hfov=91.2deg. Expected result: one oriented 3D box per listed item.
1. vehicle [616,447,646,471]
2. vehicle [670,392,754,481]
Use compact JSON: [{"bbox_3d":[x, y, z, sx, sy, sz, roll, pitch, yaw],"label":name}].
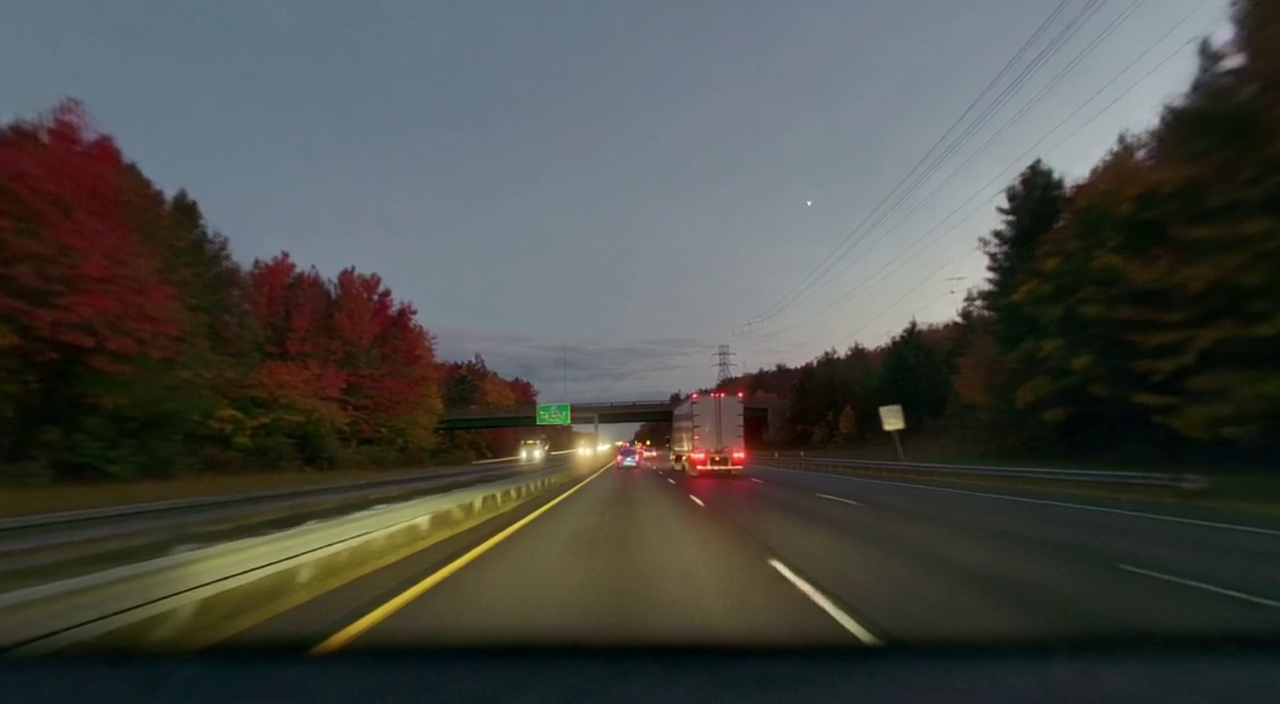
[{"bbox_3d":[-0.593,7.149,42.027,1.961,1.454,3.755,0,-9,-1],"label":"vehicle"},{"bbox_3d":[3.842,5.226,37.830,2.956,4.281,14.327,0,-9,-2],"label":"vehicle"}]
